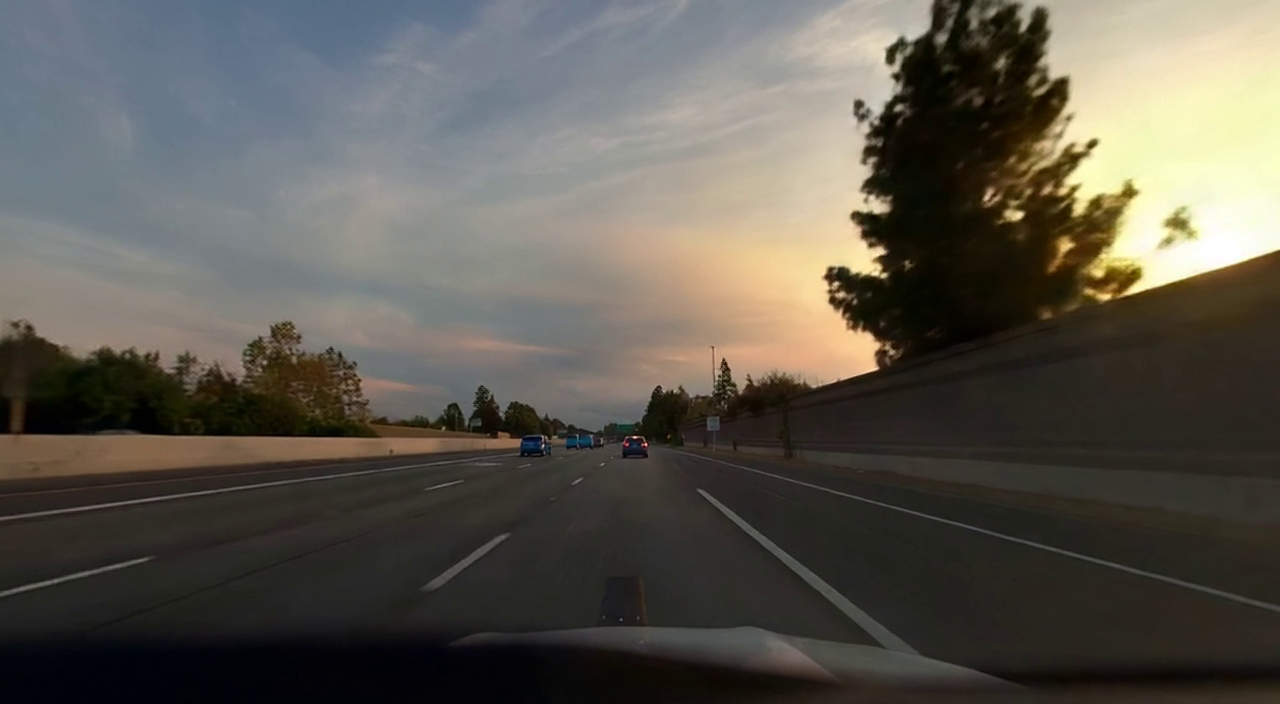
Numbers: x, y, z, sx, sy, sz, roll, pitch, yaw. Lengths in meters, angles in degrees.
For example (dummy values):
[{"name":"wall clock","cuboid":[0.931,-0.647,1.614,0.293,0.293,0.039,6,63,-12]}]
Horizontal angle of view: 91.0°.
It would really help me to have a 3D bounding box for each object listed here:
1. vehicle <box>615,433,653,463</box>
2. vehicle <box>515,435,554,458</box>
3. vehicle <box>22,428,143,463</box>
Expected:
[{"name":"vehicle","cuboid":[-0.310,5.740,37.646,2.141,1.706,4.065,0,-8,0]},{"name":"vehicle","cuboid":[-7.539,6.799,45.422,2.019,1.523,4.396,0,-8,1]},{"name":"vehicle","cuboid":[-28.764,4.855,32.734,1.921,1.637,4.652,0,-8,1]}]
